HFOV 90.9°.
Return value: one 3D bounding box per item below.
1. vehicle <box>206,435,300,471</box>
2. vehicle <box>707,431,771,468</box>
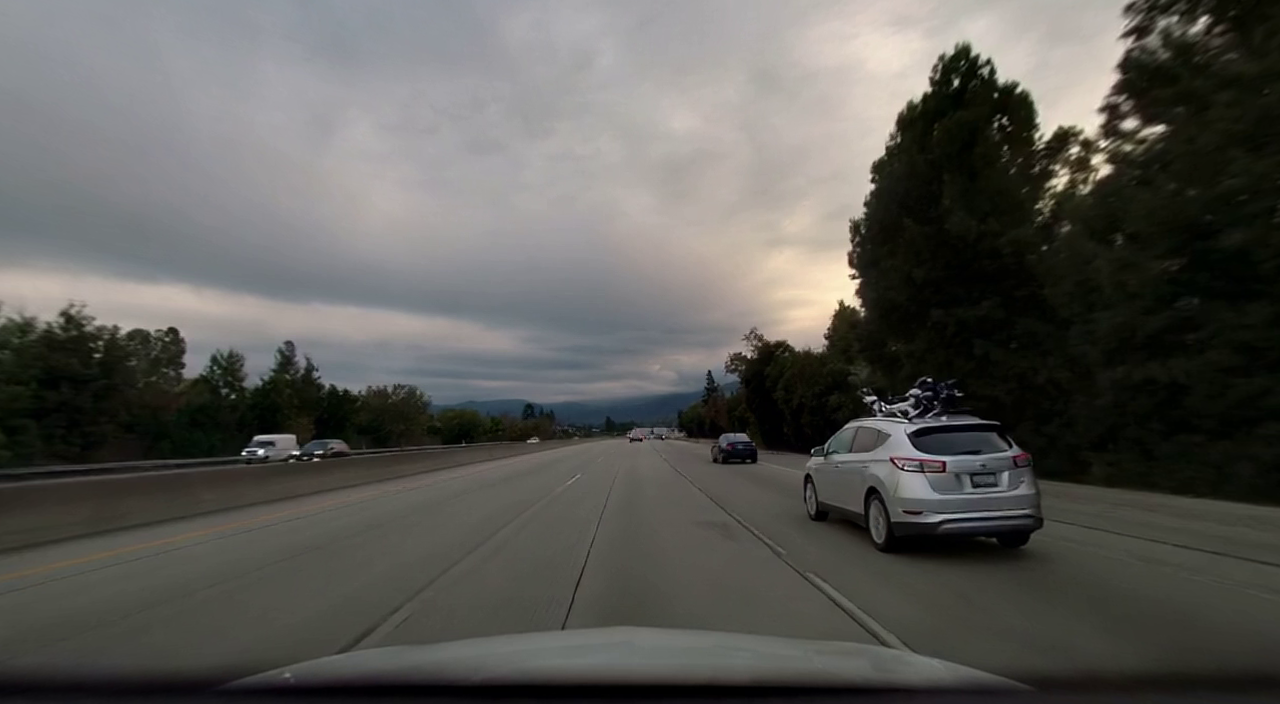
[{"bbox_3d":[-26.798,6.972,44.034,2.307,2.308,6.197,-1,-8,4],"label":"vehicle"},{"bbox_3d":[4.138,4.121,26.860,1.911,1.449,3.776,0,-8,-3],"label":"vehicle"}]
